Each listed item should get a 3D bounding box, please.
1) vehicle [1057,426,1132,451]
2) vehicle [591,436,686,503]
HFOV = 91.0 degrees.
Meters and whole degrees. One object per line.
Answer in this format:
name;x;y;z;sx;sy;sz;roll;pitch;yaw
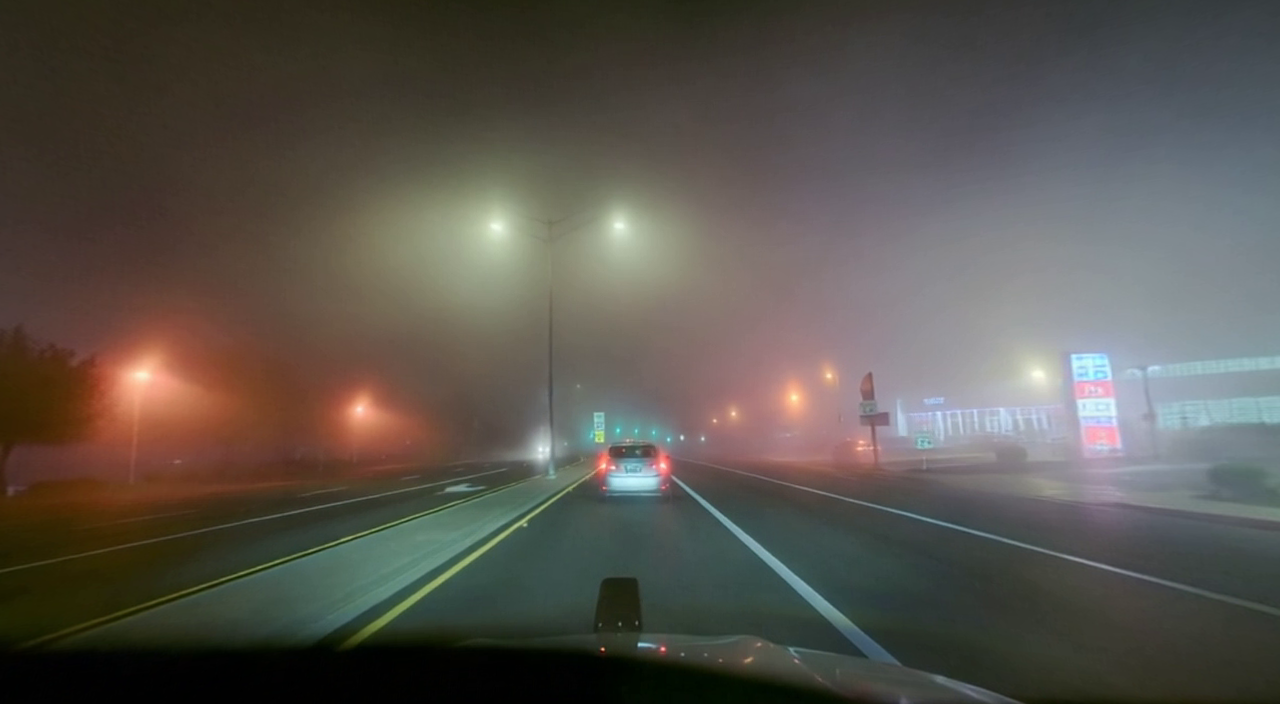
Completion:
vehicle;32.841;6.288;45.632;1.868;1.675;4.527;0;-8;-3
vehicle;-0.070;2.917;16.090;2.126;1.475;3.967;0;-8;-1
